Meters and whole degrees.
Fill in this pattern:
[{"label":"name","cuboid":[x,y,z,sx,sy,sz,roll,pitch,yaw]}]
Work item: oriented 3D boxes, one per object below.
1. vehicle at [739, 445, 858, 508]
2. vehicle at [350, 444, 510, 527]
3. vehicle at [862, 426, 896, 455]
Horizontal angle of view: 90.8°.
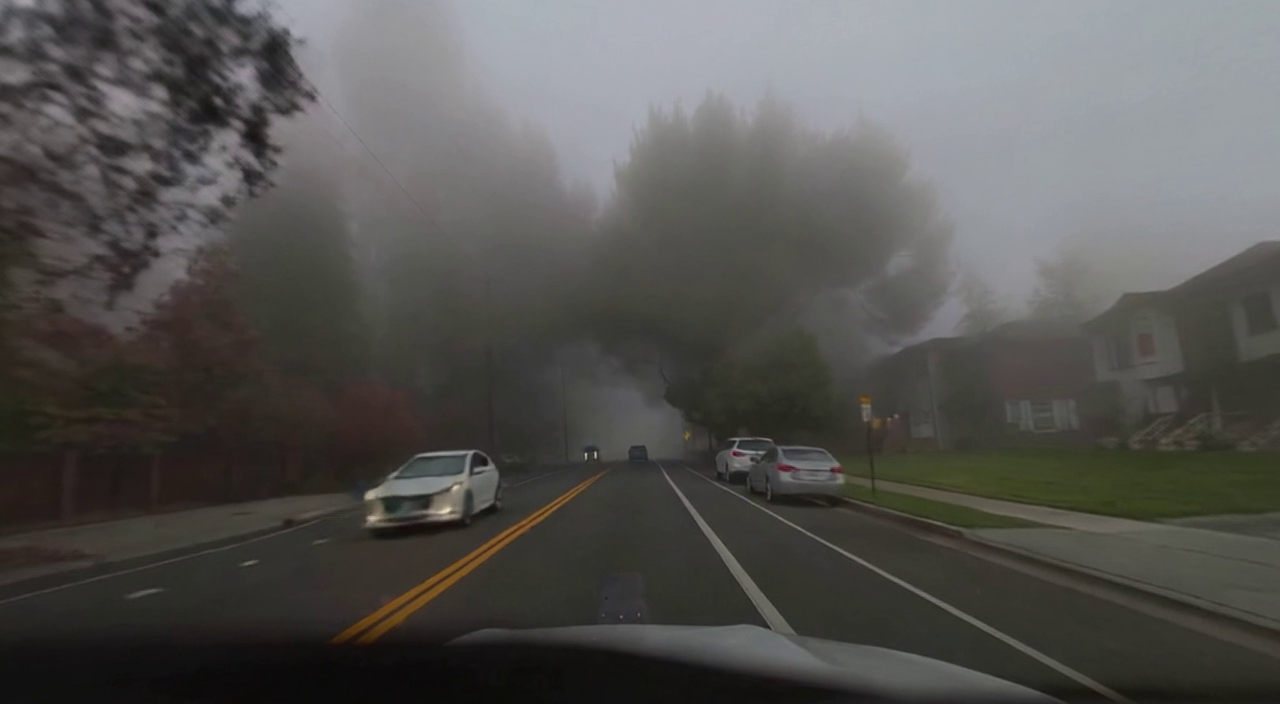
[{"label":"vehicle","cuboid":[3.961,3.174,16.682,1.874,1.415,4.683,0,-9,0]},{"label":"vehicle","cuboid":[-4.373,2.822,14.014,1.960,1.521,4.397,0,-9,1]},{"label":"vehicle","cuboid":[17.193,6.402,45.717,2.068,1.963,5.037,-3,-9,19]}]
